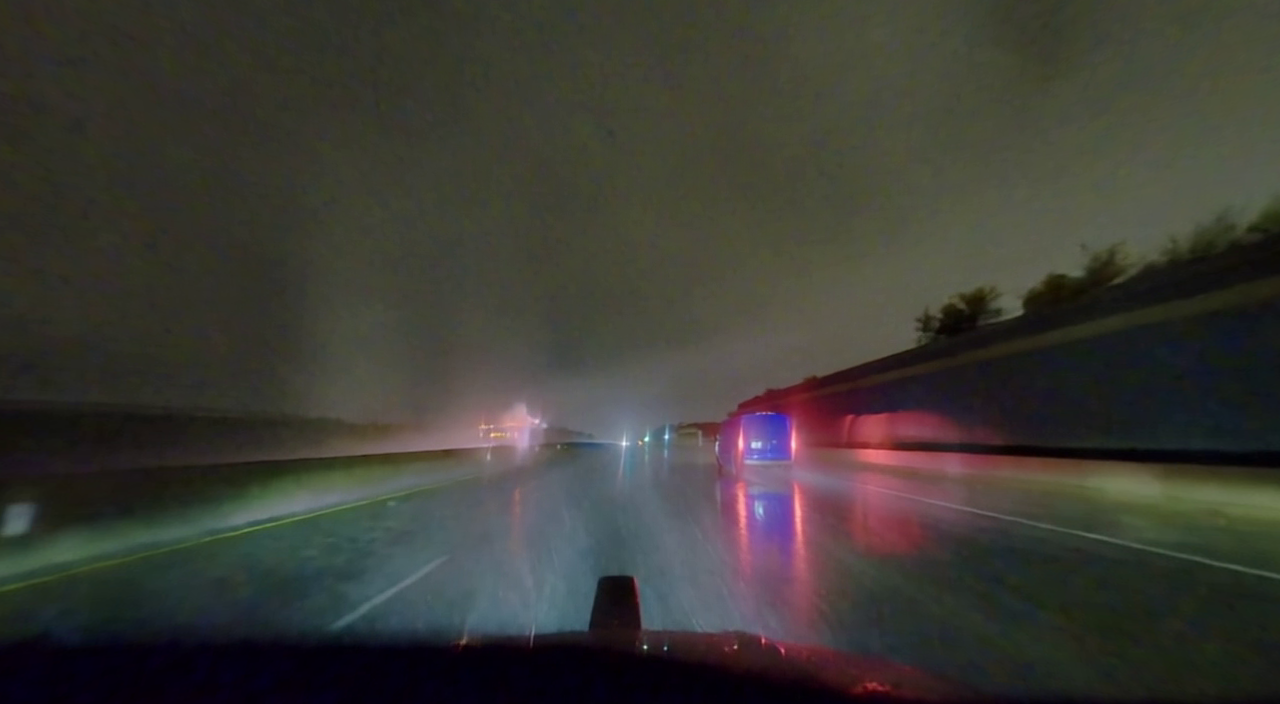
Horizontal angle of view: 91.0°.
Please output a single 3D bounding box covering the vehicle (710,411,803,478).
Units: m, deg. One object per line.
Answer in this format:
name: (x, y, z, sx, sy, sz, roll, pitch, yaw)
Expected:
vehicle: (3.839, 3.156, 21.628, 2.161, 2.002, 4.631, -1, -8, -2)
